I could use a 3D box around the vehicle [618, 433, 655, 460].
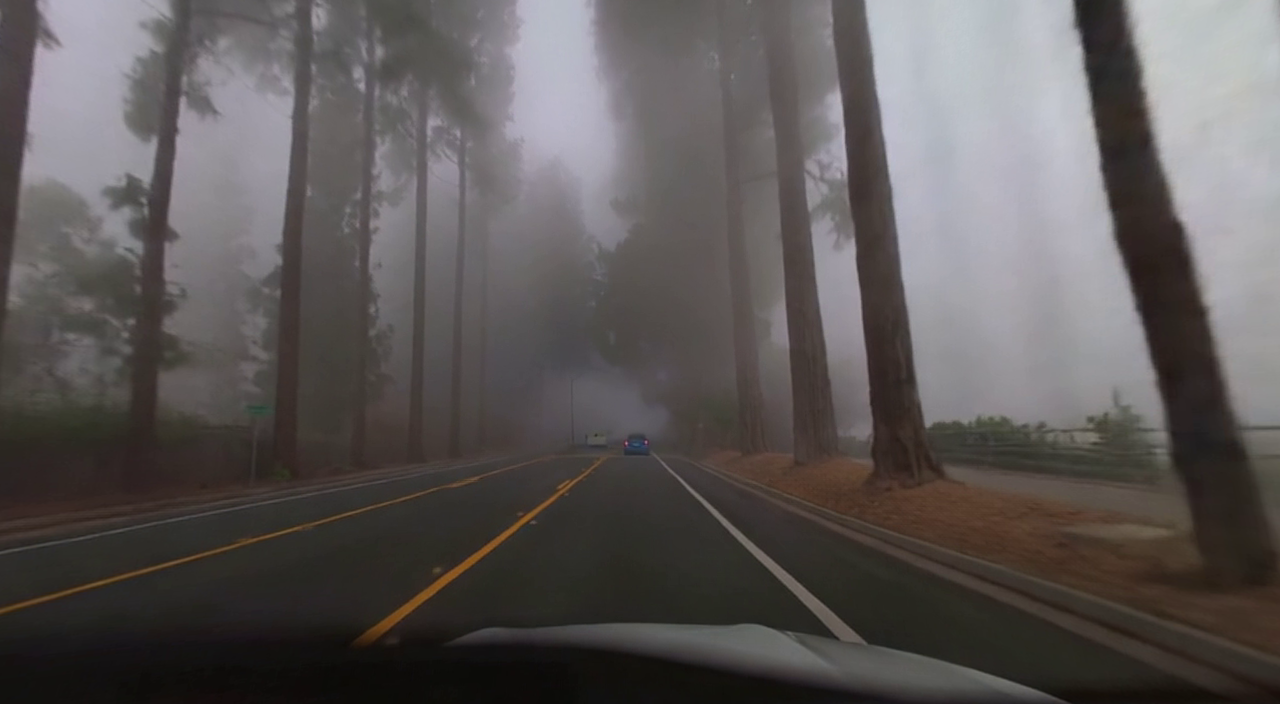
[{"bbox_3d":[-0.224,5.570,37.284,2.067,1.486,3.861,0,-9,0],"label":"vehicle"}]
